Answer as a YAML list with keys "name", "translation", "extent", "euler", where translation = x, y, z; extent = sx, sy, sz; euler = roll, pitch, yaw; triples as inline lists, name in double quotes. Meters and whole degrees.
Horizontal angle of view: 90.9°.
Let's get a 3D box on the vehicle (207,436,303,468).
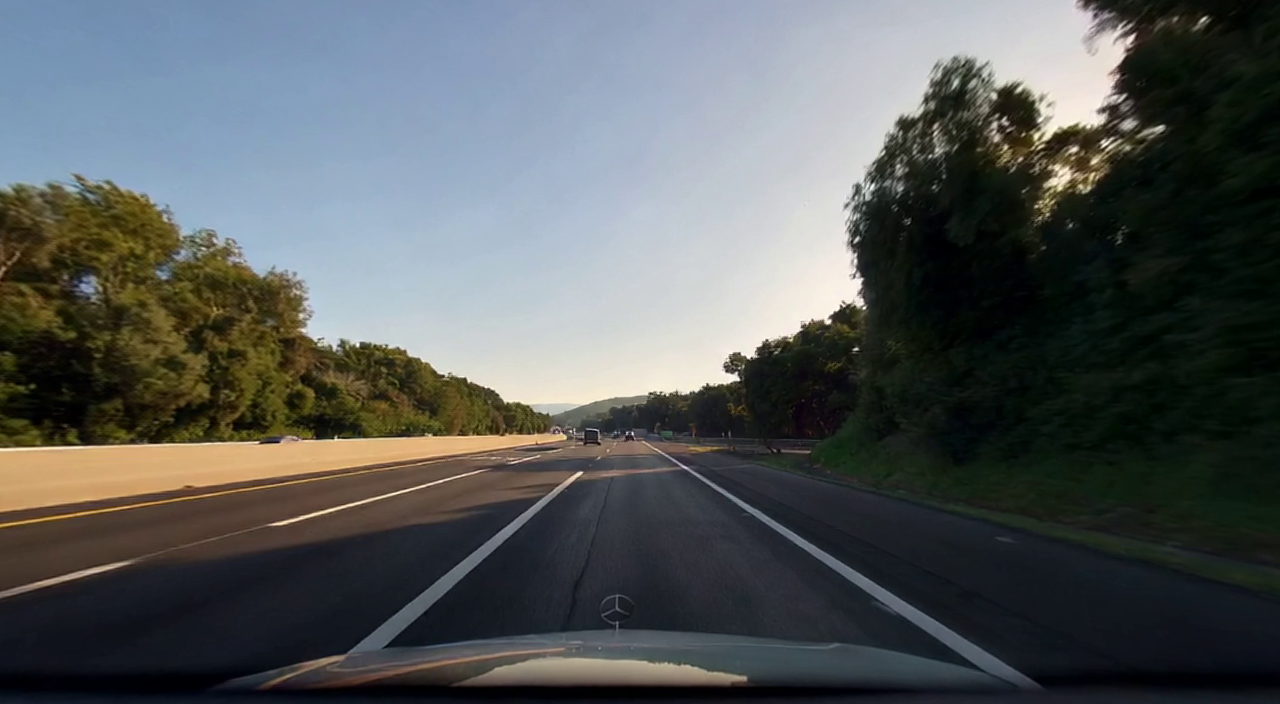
- name: "vehicle"
  translation: [-19.169, 4.957, 31.647]
  extent: [2.056, 1.492, 4.392]
  euler: [0, -8, -1]
